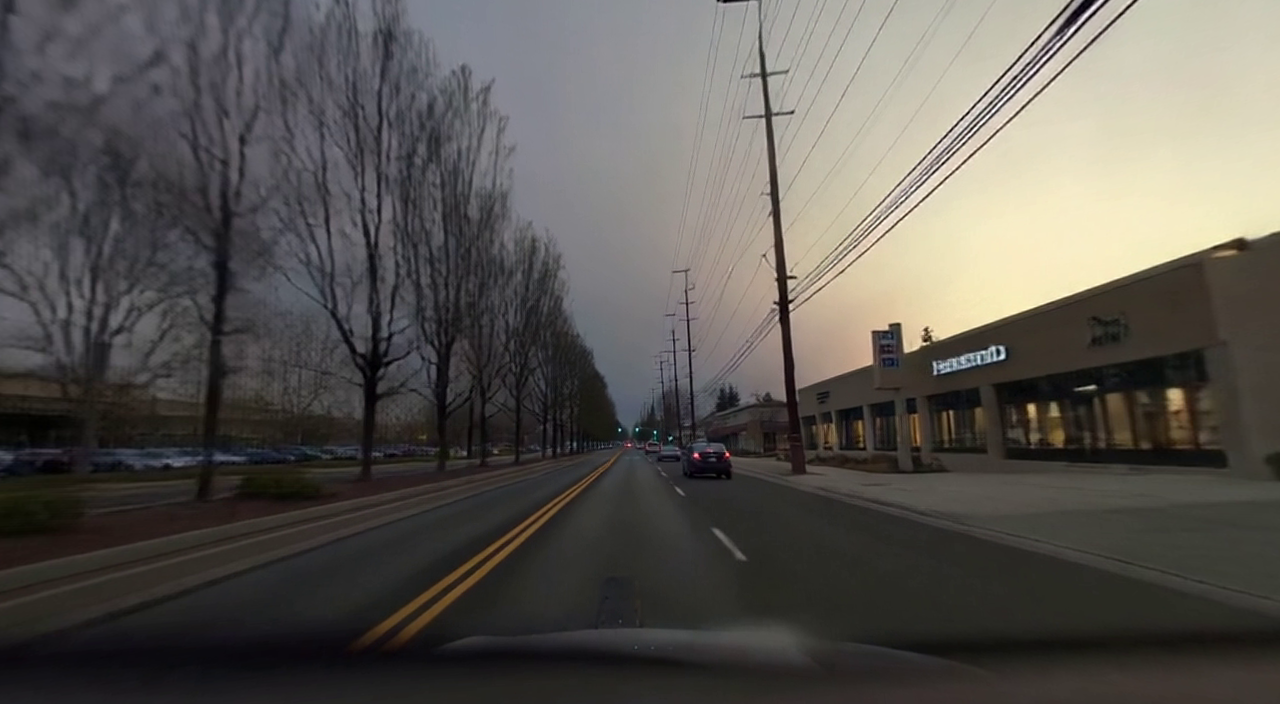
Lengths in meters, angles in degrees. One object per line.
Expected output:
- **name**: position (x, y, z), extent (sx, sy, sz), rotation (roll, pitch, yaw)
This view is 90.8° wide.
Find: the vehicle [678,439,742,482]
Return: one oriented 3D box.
- **vehicle**: position (2.633, 4.192, 24.648), extent (1.975, 1.497, 3.647), rotation (0, -9, -1)
